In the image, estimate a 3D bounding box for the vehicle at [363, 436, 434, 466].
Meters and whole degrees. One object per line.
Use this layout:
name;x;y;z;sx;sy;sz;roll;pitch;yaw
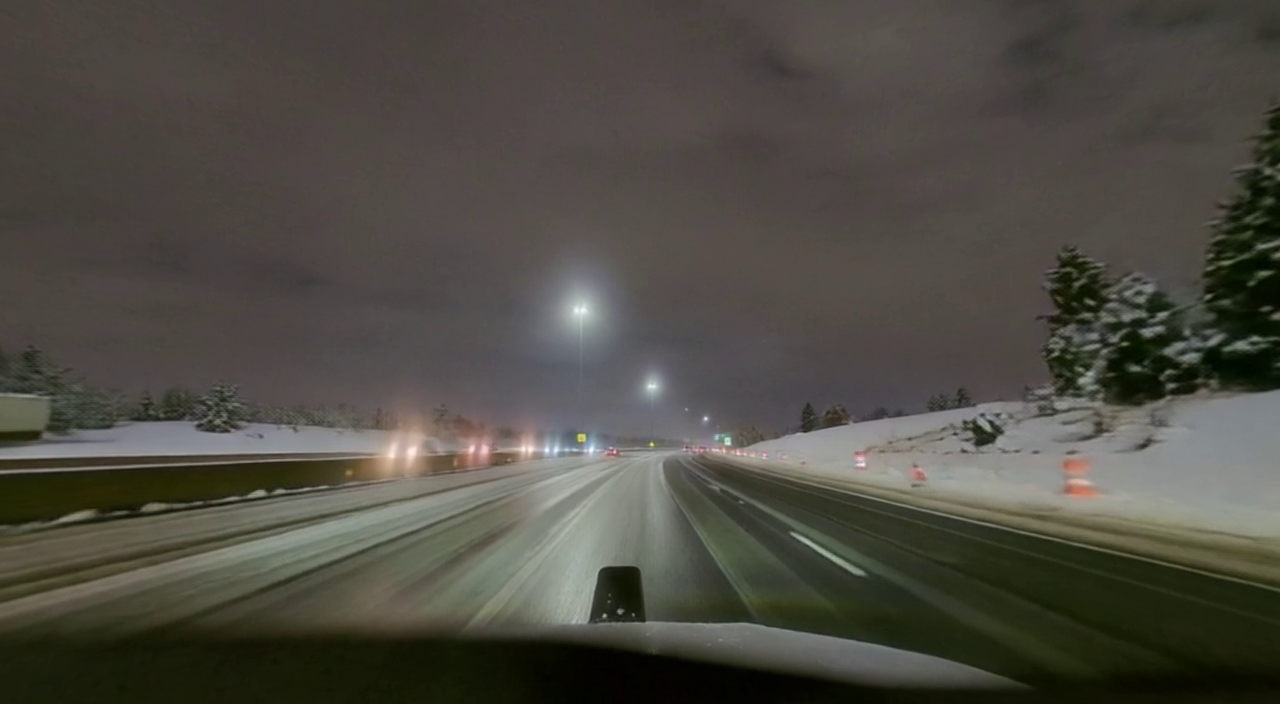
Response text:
vehicle;-15.302;6.311;40.321;2.202;1.765;5.454;0;-9;2
